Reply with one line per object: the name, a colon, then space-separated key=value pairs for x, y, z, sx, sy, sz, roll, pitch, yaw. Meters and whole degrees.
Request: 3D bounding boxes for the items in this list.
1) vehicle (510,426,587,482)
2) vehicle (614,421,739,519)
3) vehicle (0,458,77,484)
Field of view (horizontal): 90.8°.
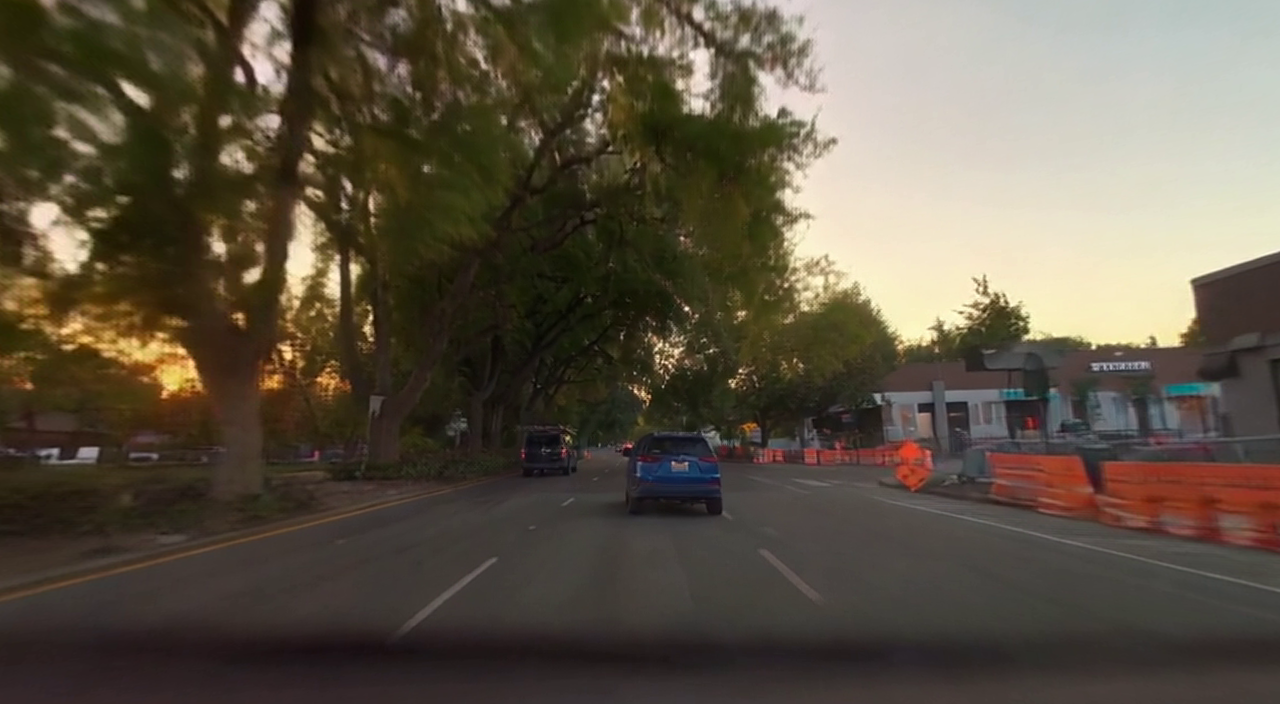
vehicle: x=-3.605 y=4.174 z=26.078 sx=2.357 sy=2.063 sz=5.488 roll=0 pitch=-8 yaw=0
vehicle: x=0.566 y=2.424 z=13.433 sx=2.168 sy=1.725 sz=4.192 roll=0 pitch=-8 yaw=-3
vehicle: x=-38.314 y=7.524 z=40.144 sx=1.821 sy=1.463 sz=4.434 roll=2 pitch=-9 yaw=-15
